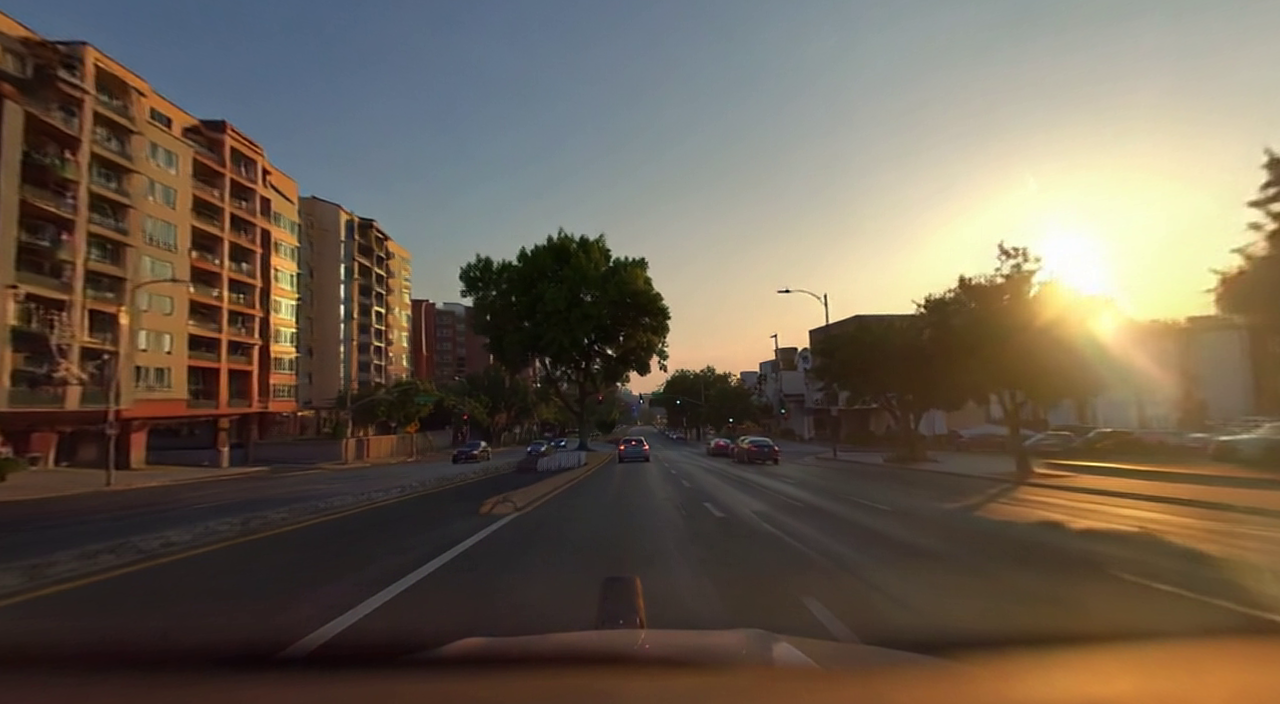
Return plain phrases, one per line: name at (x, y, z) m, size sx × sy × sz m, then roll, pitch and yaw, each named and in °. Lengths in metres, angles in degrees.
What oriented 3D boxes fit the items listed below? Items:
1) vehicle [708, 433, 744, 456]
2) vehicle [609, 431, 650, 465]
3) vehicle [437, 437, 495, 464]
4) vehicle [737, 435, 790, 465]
vehicle at (6.245, 6.850, 46.548) m, size 1.963 × 1.611 × 4.359 m, roll 0°, pitch -9°, yaw -1°
vehicle at (-0.508, 4.962, 32.687) m, size 2.032 × 1.593 × 3.896 m, roll 0°, pitch -9°, yaw 0°
vehicle at (-11.871, 6.740, 43.350) m, size 1.858 × 1.686 × 4.330 m, roll -2°, pitch -9°, yaw 14°
vehicle at (6.271, 5.028, 32.499) m, size 1.768 × 1.417 × 4.213 m, roll 0°, pitch -9°, yaw -1°
